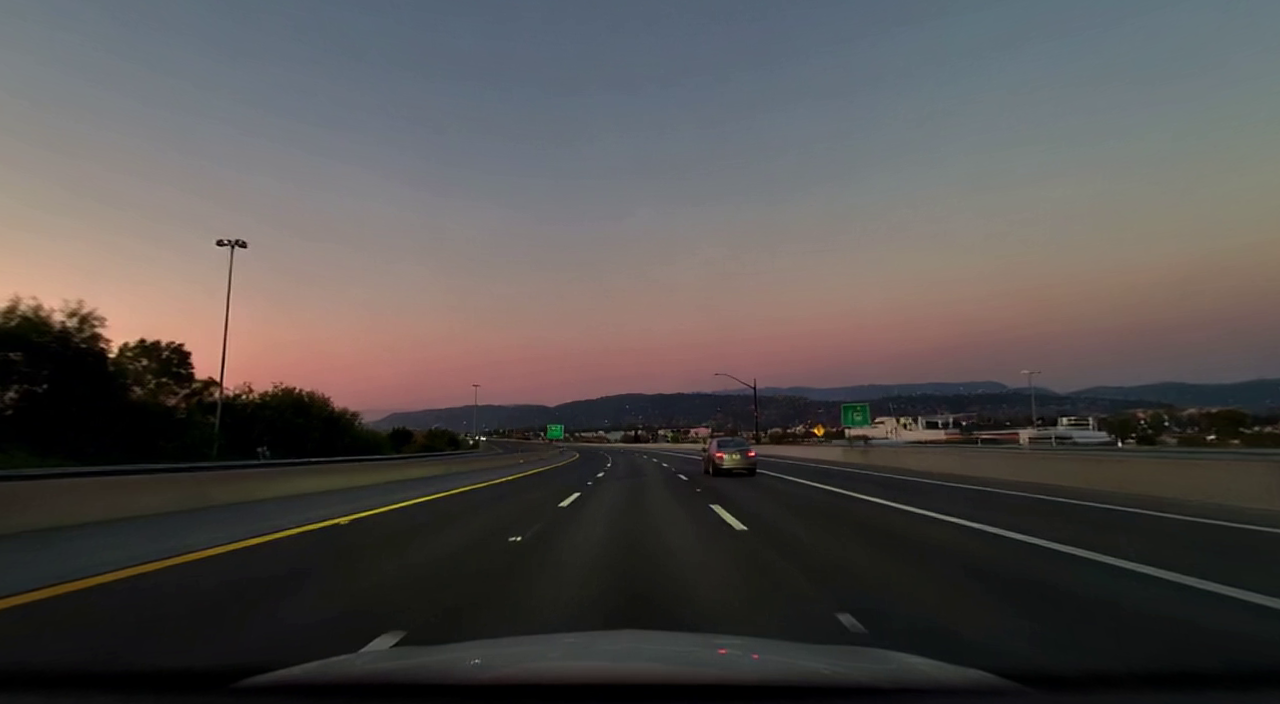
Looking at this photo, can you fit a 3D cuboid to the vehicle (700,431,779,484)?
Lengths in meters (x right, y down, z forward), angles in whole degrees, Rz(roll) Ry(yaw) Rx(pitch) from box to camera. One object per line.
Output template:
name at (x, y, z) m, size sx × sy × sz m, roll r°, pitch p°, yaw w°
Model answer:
vehicle at (3.453, 3.754, 22.786) m, size 2.059 × 1.715 × 4.192 m, roll 0°, pitch -8°, yaw -1°
